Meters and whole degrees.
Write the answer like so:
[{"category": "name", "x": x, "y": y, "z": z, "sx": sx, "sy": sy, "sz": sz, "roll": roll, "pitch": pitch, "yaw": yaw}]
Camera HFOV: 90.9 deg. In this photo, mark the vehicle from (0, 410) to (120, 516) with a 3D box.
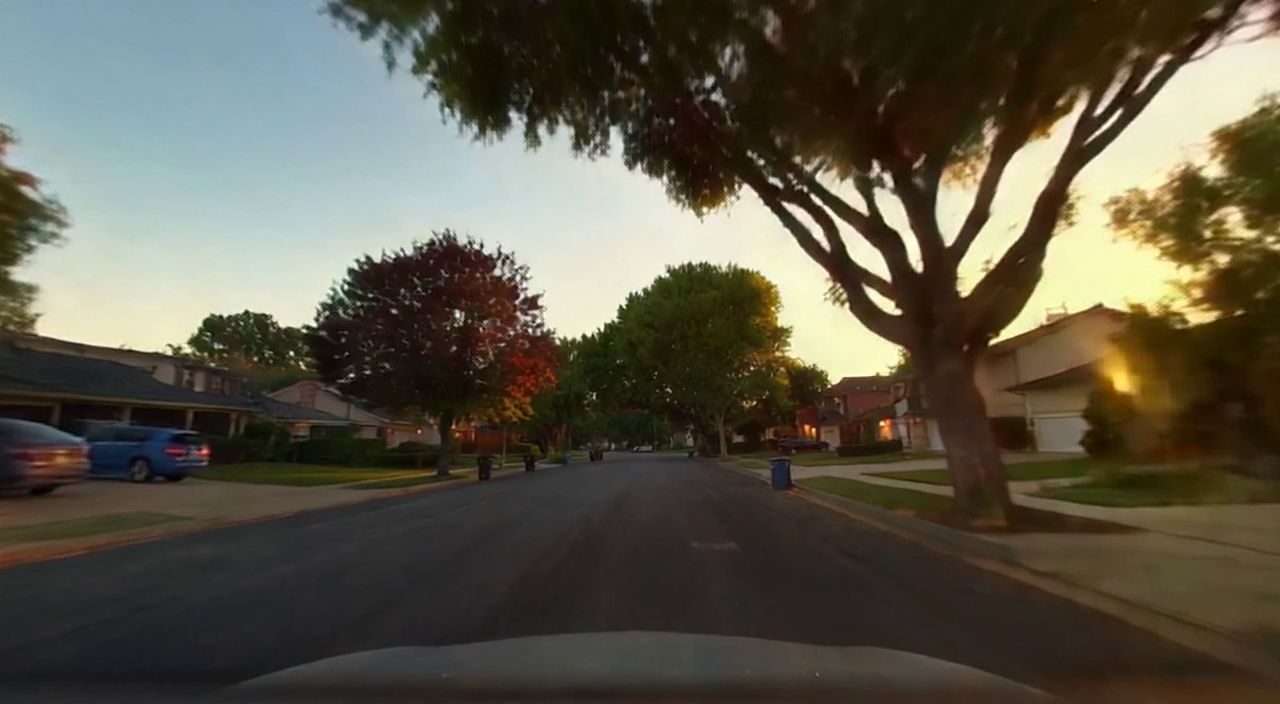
[{"category": "vehicle", "x": -13.192, "y": 1.945, "z": 12.014, "sx": 4.587, "sy": 1.786, "sz": 2.127, "roll": 4, "pitch": -9, "yaw": 2}]
